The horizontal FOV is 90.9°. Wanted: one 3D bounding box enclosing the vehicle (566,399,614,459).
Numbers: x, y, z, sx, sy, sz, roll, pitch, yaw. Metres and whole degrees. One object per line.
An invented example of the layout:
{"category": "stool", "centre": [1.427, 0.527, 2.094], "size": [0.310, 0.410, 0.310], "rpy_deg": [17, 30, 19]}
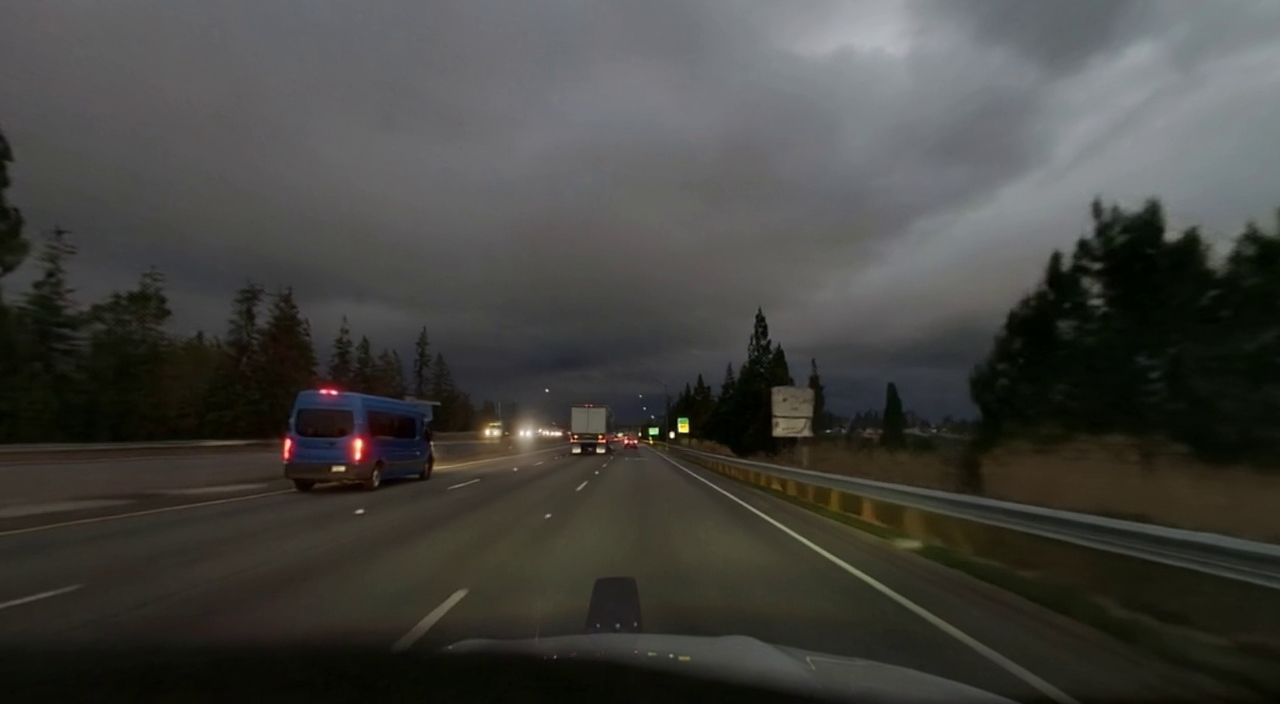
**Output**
{"category": "vehicle", "centre": [-3.701, 6.019, 48.840], "size": [3.173, 4.185, 8.360], "rpy_deg": [0, -8, -1]}

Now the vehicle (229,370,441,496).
{"category": "vehicle", "centre": [-7.864, 2.253, 17.490], "size": [2.396, 2.763, 6.935], "rpy_deg": [0, -8, 0]}
